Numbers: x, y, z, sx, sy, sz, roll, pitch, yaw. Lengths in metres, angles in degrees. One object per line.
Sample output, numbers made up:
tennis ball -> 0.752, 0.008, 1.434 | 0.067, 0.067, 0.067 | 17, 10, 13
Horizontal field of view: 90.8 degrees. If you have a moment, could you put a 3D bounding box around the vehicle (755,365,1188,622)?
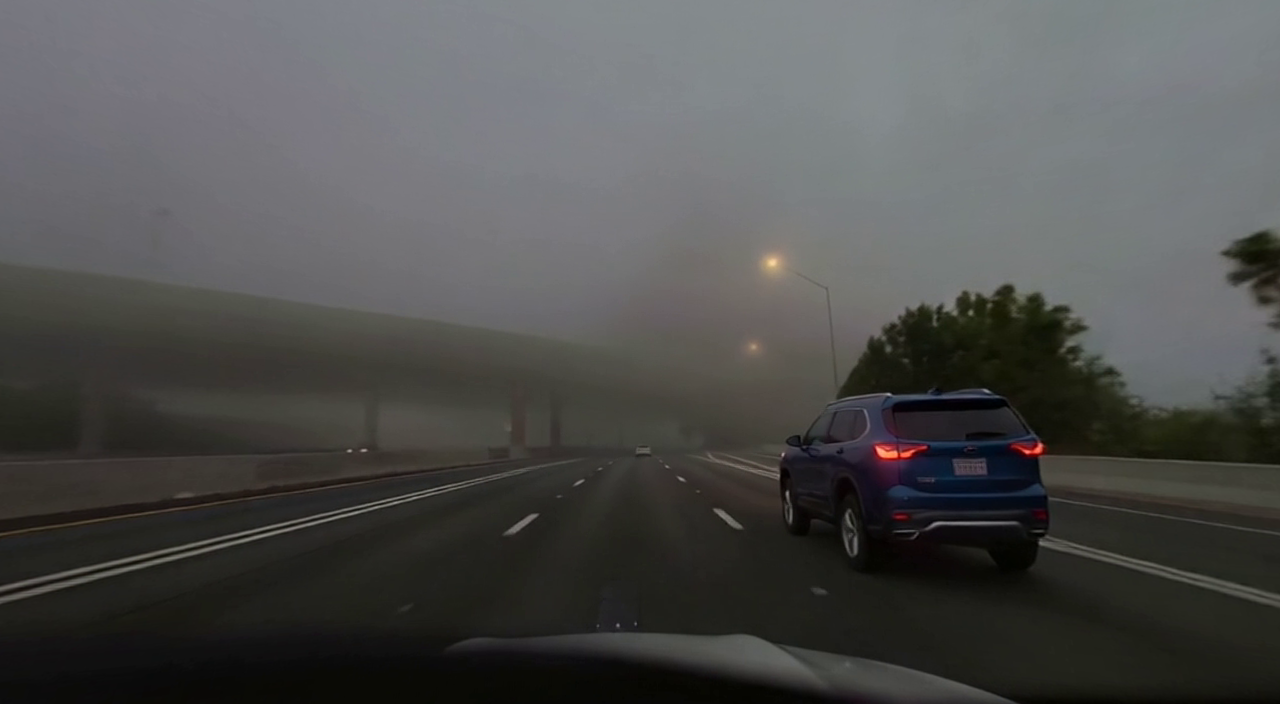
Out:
vehicle -> 2.956, 1.419, 7.294 | 2.155, 1.918, 4.945 | 0, -8, -2

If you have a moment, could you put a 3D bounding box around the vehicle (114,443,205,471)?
vehicle -> -27.890, 6.095, 36.901 | 1.896, 1.483, 4.632 | 0, -8, -4
